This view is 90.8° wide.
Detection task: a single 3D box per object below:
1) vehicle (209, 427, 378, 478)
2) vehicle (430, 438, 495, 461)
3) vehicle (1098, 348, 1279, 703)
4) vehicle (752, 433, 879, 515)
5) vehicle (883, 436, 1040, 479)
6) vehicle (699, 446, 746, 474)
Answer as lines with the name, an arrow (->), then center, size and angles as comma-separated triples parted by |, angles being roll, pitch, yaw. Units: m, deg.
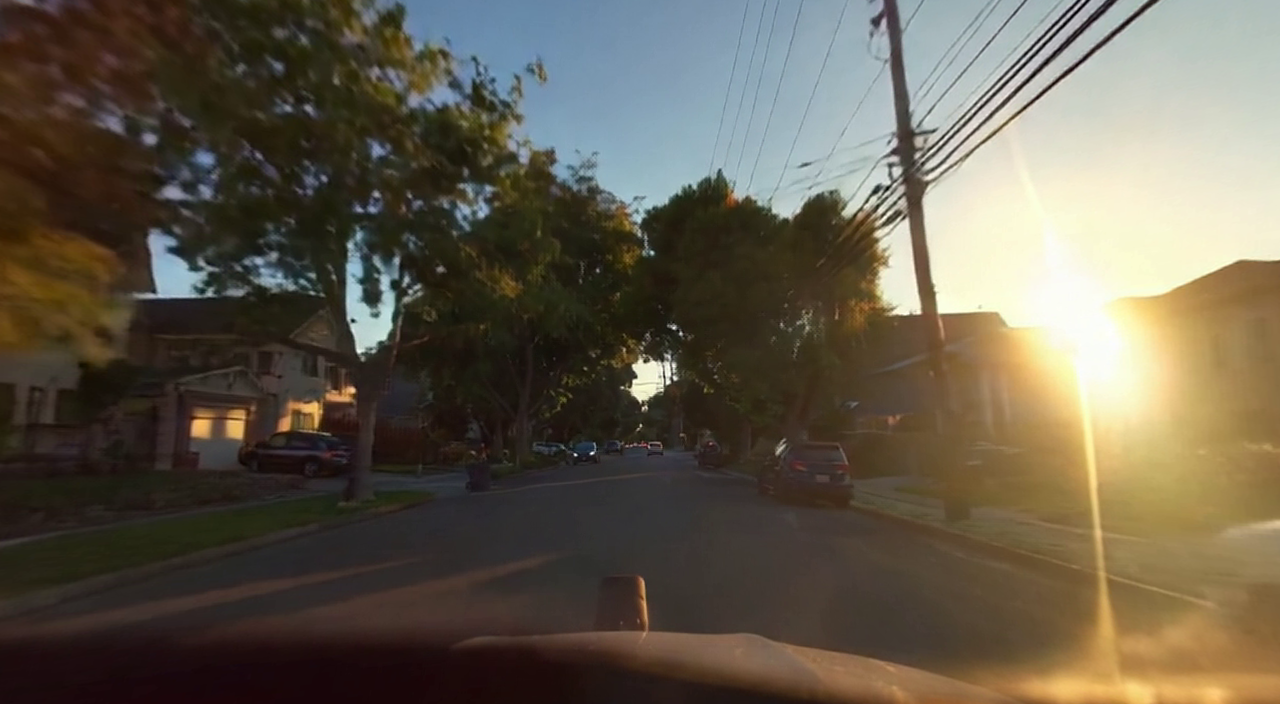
vehicle -> -12.282, 3.591, 22.656 | 4.792, 1.521, 2.077 | 2, -9, 1
vehicle -> -13.743, 7.560, 48.899 | 4.702, 1.675, 1.984 | -5, -10, 28
vehicle -> 3.920, 0.678, 1.282 | 2.280, 1.820, 5.001 | 0, -9, 1
vehicle -> 4.256, 3.022, 16.262 | 2.066, 1.753, 4.877 | 0, -9, 2
vehicle -> 12.144, 4.028, 24.086 | 4.905, 1.570, 1.900 | 1, -10, -2
vehicle -> 4.533, 6.005, 35.372 | 2.031, 1.471, 4.328 | 0, -9, -1
